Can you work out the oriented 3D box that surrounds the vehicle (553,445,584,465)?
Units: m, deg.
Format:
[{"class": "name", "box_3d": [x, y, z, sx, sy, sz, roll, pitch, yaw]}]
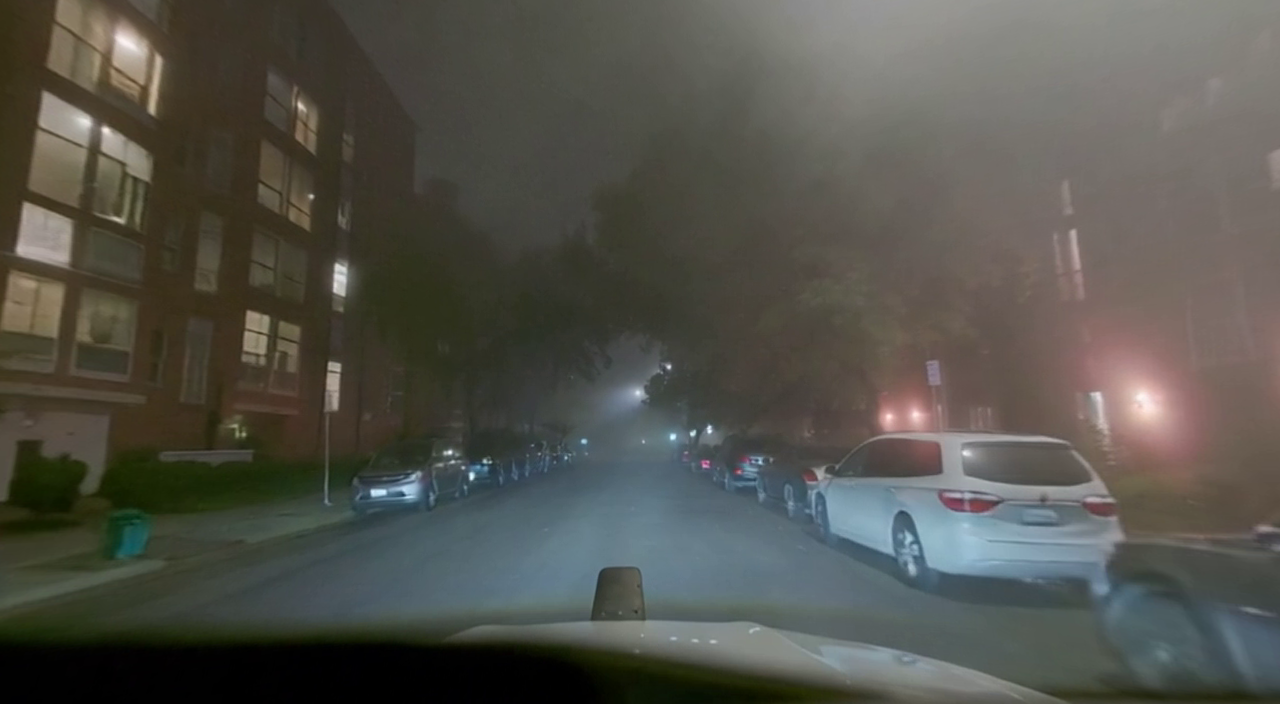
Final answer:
[{"class": "vehicle", "box_3d": [-5.618, 8.120, 49.988, 2.049, 1.496, 4.598, -1, -8, -2]}]

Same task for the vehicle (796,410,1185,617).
[{"class": "vehicle", "box_3d": [3.438, 1.658, 7.496, 1.964, 1.646, 4.543, 1, -9, -1]}]

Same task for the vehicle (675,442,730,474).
[{"class": "vehicle", "box_3d": [3.150, 5.446, 32.680, 2.007, 1.545, 4.562, 1, -9, -5]}]

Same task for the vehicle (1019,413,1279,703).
[{"class": "vehicle", "box_3d": [3.609, 0.917, 2.022, 1.886, 1.493, 4.646, 0, -9, 0]}]

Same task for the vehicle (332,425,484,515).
[{"class": "vehicle", "box_3d": [-5.462, 2.837, 15.692, 2.069, 1.881, 4.697, 0, -9, -2]}]
